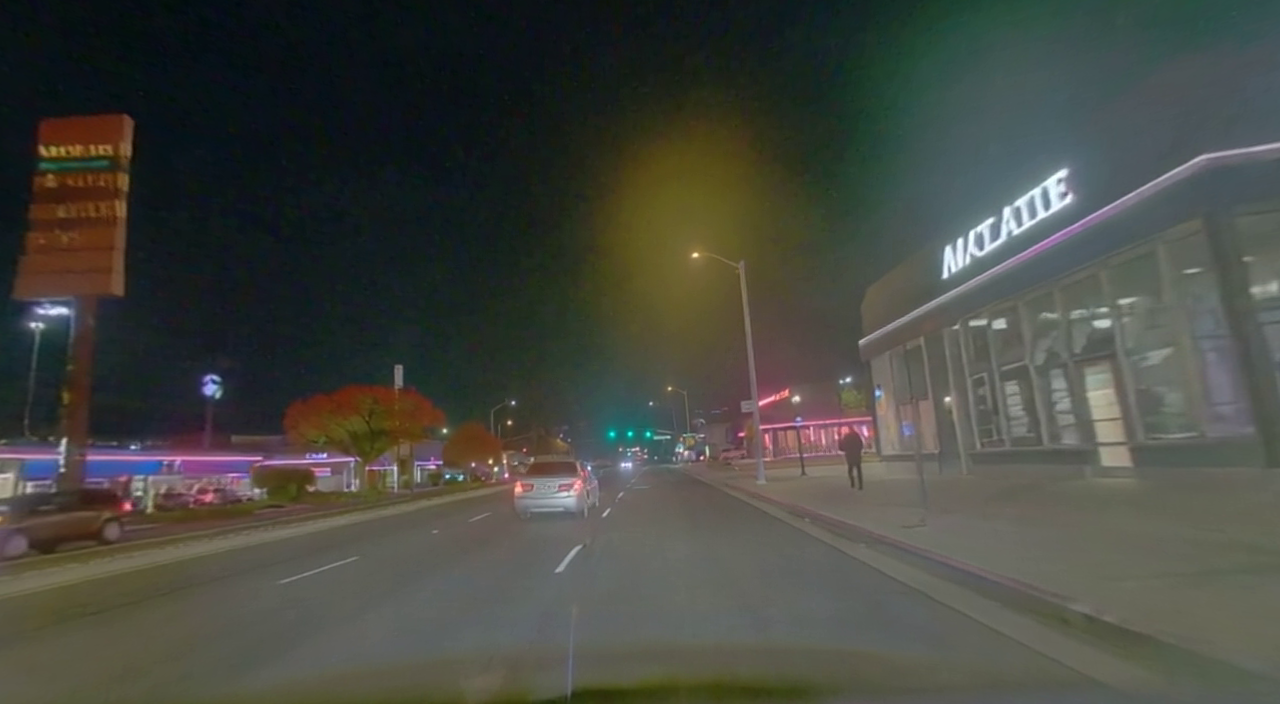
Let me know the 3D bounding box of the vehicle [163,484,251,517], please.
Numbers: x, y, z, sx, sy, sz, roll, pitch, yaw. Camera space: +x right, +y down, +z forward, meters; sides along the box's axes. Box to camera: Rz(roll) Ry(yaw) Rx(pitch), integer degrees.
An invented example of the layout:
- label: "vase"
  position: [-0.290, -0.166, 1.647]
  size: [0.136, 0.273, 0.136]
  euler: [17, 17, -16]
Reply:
- label: "vehicle"
  position: [-28.710, 9.829, 42.085]
  size: [1.984, 1.726, 4.592]
  euler: [-1, -8, 11]

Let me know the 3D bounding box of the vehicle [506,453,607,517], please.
- label: "vehicle"
  position: [-2.062, 3.434, 16.798]
  size: [1.977, 1.451, 4.032]
  euler: [0, -9, 2]

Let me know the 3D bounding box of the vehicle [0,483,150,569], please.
- label: "vehicle"
  position: [-13.443, 3.717, 13.712]
  size: [1.922, 1.481, 4.441]
  euler: [0, -9, 2]
